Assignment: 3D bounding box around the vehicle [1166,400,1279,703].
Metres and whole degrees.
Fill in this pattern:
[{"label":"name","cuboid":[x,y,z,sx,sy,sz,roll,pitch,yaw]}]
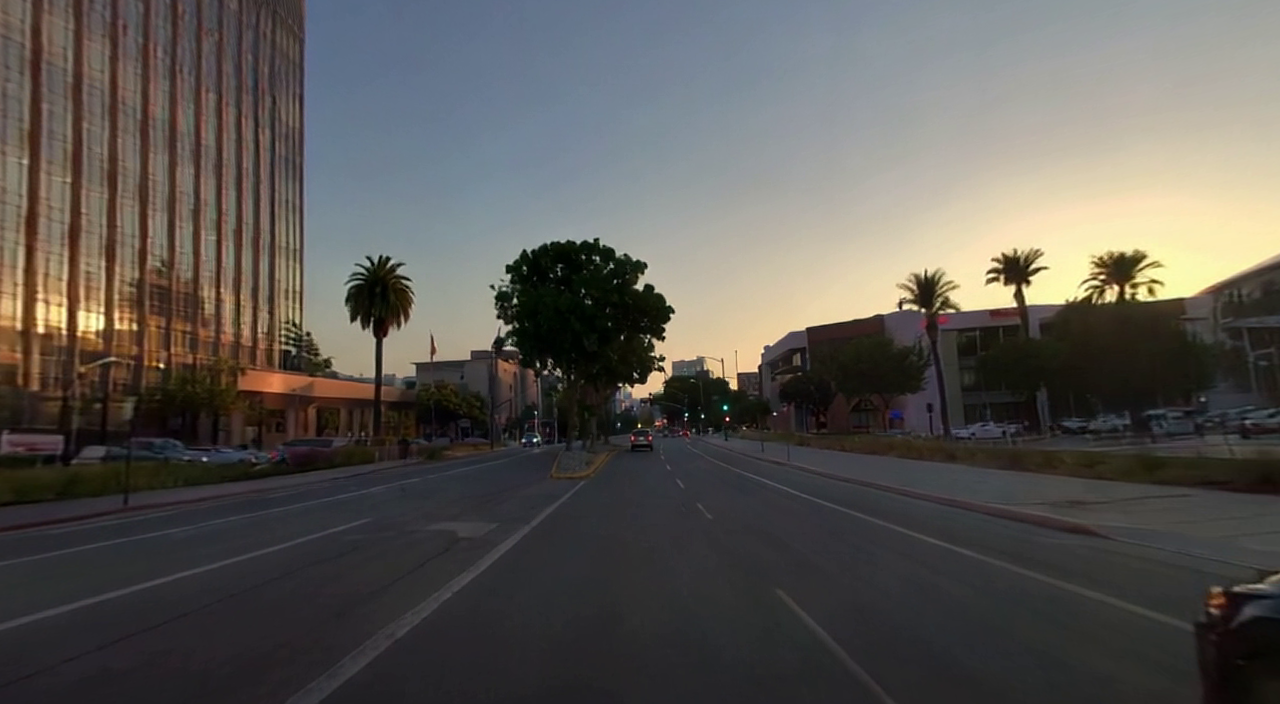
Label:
[{"label":"vehicle","cuboid":[3.223,0.641,0.330,1.990,1.476,4.491,0,-8,-1]}]
